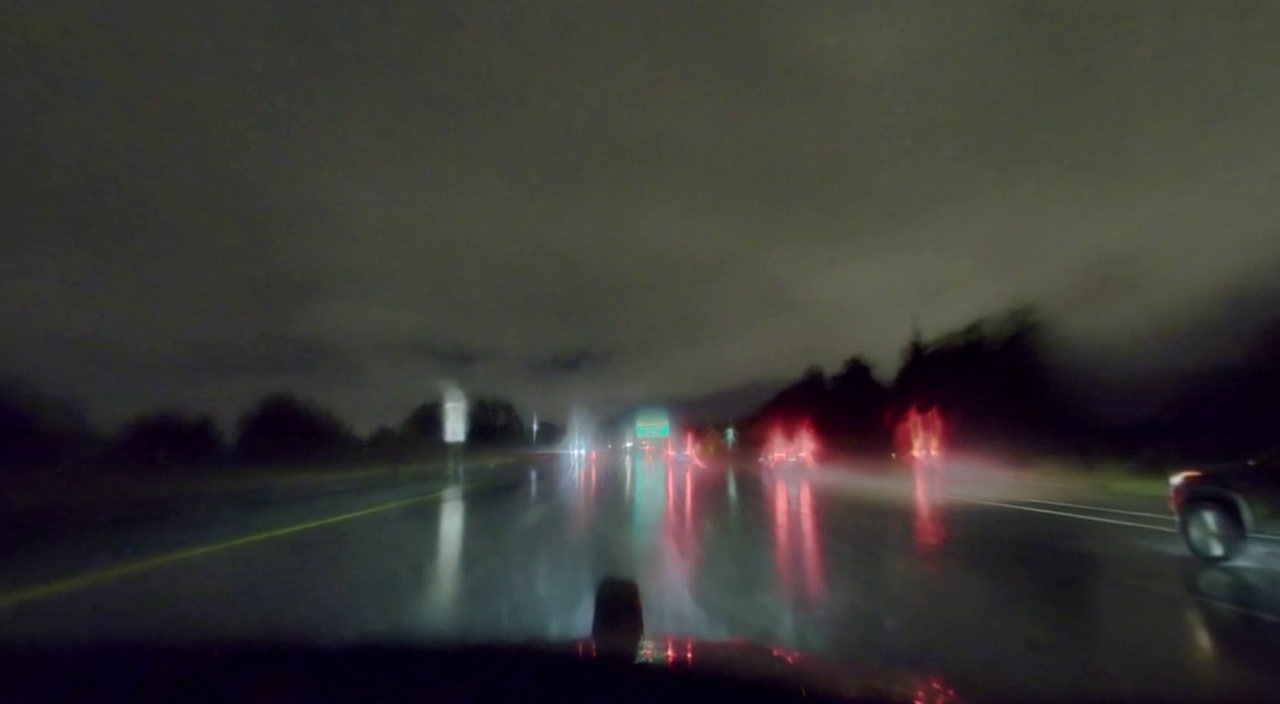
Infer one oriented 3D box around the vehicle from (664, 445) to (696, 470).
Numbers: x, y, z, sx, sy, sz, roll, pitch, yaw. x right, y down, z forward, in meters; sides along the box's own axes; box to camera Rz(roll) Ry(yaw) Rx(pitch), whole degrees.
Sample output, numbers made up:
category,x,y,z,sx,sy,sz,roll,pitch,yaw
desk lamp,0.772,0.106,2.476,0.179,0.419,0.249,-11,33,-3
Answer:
category,x,y,z,sx,sy,sz,roll,pitch,yaw
vehicle,2.638,7.081,42.174,1.895,1.555,4.030,-1,-9,0
